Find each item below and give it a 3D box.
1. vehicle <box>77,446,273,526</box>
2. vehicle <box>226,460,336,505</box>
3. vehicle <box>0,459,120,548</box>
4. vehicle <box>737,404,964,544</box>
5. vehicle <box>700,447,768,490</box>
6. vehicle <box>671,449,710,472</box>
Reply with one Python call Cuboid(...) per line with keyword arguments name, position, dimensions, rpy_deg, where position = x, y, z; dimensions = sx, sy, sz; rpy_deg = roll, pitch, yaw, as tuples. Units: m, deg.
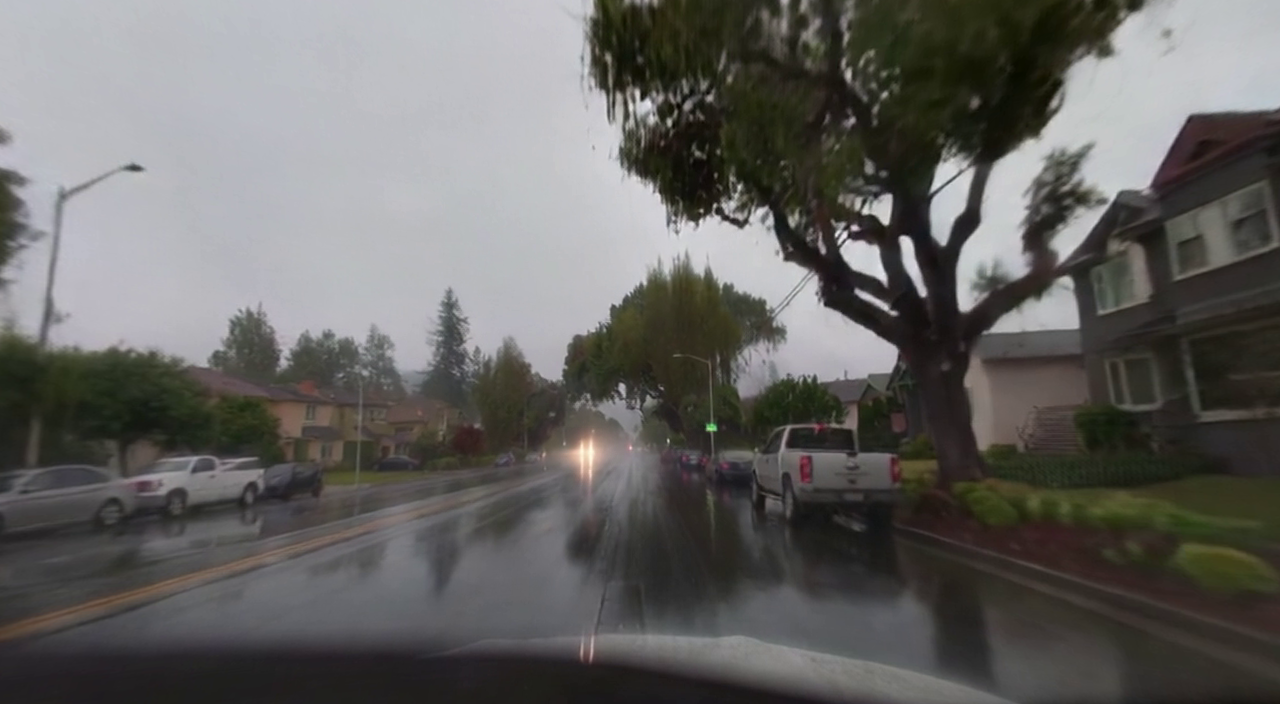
Cuboid(name="vehicle", position=(-13.989, 4.014, 19.589), dimensions=(2.213, 1.903, 5.326), rpy_deg=(-5, -9, -2))
Cuboid(name="vehicle", position=(-13.916, 5.065, 24.827), dimensions=(1.798, 1.486, 4.353), rpy_deg=(0, -9, -1))
Cuboid(name="vehicle", position=(-13.879, 3.225, 13.641), dimensions=(1.772, 1.736, 4.020), rpy_deg=(0, -9, 1))
Cuboid(name="vehicle", position=(3.573, 2.264, 12.451), dimensions=(2.327, 2.026, 6.259), rpy_deg=(0, -9, 0))
Cuboid(name="vehicle", position=(3.476, 4.404, 24.200), dimensions=(2.009, 1.468, 4.414), rpy_deg=(0, -9, 1))
Cuboid(name="vehicle", position=(3.349, 7.319, 42.837), dimensions=(2.158, 1.477, 5.135), rpy_deg=(0, -9, 0))
